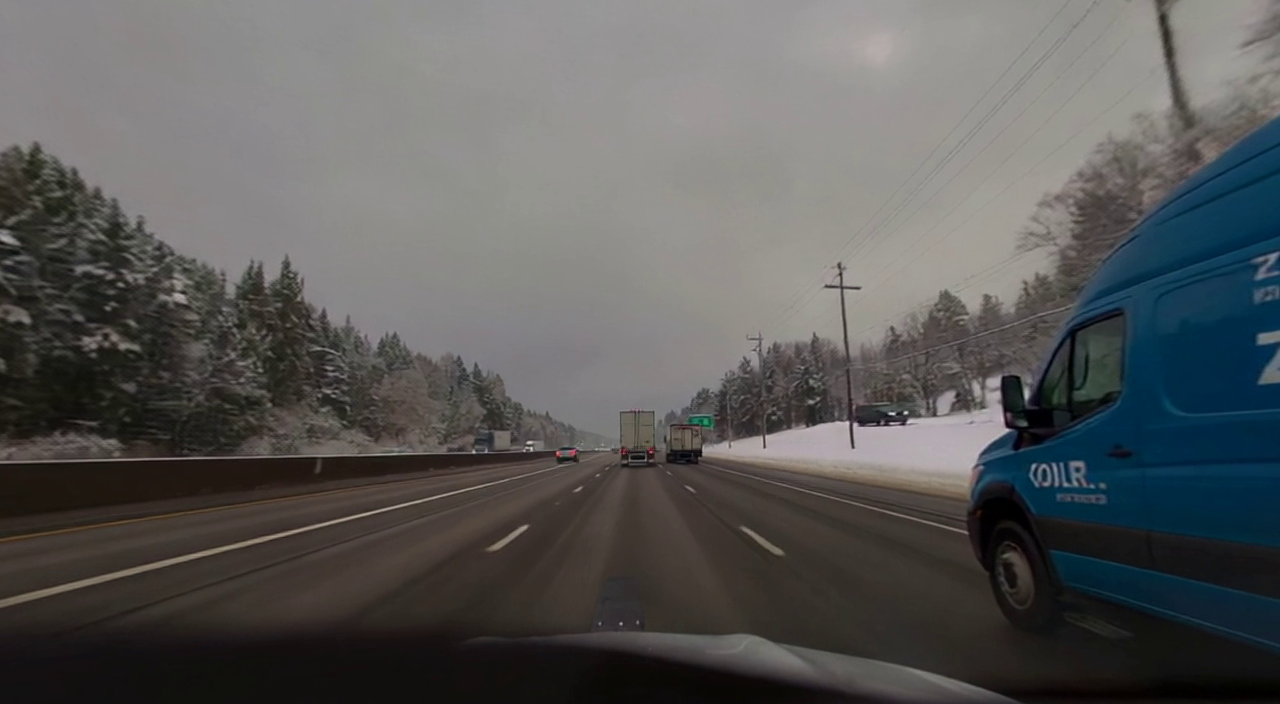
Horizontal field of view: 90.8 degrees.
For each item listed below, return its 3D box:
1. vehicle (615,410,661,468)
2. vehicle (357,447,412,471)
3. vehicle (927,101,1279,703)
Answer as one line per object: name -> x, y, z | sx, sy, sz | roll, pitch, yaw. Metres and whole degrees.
vehicle -> -0.174, 6.918, 49.722 | 3.201, 4.019, 10.918 | 0, -9, 0
vehicle -> -17.433, 7.317, 43.330 | 1.951, 1.480, 4.302 | 0, -9, 0
vehicle -> 3.718, 0.327, 2.303 | 2.338, 2.690, 6.025 | 0, -9, -1
